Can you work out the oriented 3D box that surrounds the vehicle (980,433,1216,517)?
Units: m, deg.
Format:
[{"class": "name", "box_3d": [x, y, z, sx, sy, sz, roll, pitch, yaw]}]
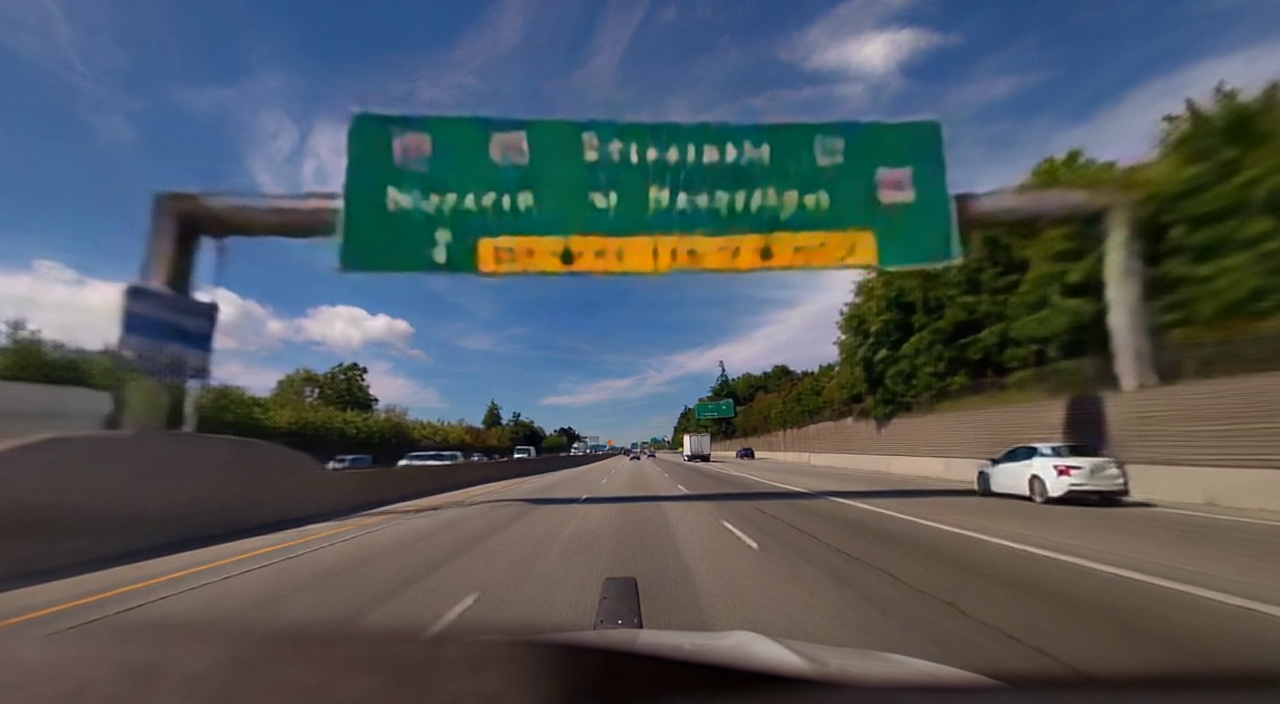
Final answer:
[{"class": "vehicle", "box_3d": [10.433, 2.823, 14.952, 1.950, 1.632, 4.845, 0, -9, 0]}]

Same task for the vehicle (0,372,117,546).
[{"class": "vehicle", "box_3d": [-16.252, 2.348, 13.753, 3.138, 3.947, 7.349, 0, -8, -1]}]

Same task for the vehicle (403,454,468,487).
[{"class": "vehicle", "box_3d": [-10.217, 5.943, 31.764, 1.913, 1.474, 4.284, 0, -9, -1]}]
